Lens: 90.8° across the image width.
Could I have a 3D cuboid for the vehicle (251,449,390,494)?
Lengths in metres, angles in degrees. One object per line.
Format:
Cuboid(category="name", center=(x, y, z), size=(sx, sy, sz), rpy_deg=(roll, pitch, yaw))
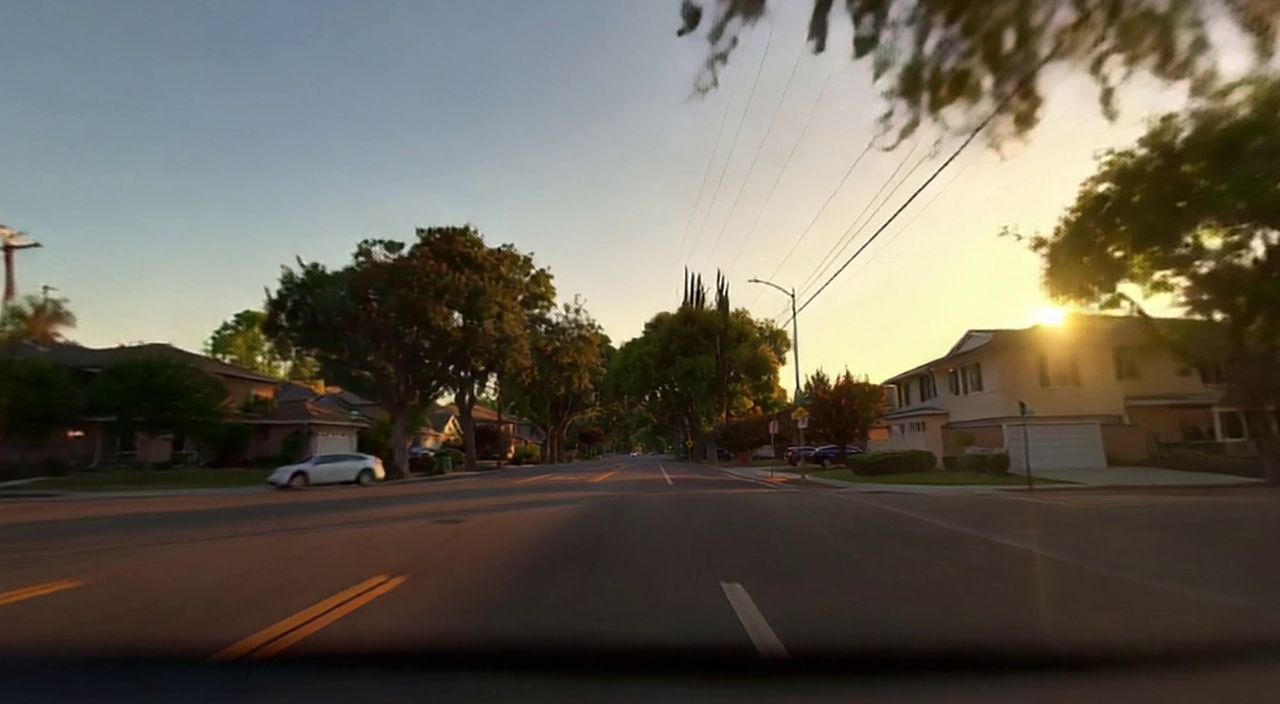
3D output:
Cuboid(category="vehicle", center=(-12.738, 4.765, 25.600), size=(2.064, 1.596, 4.716), rpy_deg=(-4, -9, 23))
